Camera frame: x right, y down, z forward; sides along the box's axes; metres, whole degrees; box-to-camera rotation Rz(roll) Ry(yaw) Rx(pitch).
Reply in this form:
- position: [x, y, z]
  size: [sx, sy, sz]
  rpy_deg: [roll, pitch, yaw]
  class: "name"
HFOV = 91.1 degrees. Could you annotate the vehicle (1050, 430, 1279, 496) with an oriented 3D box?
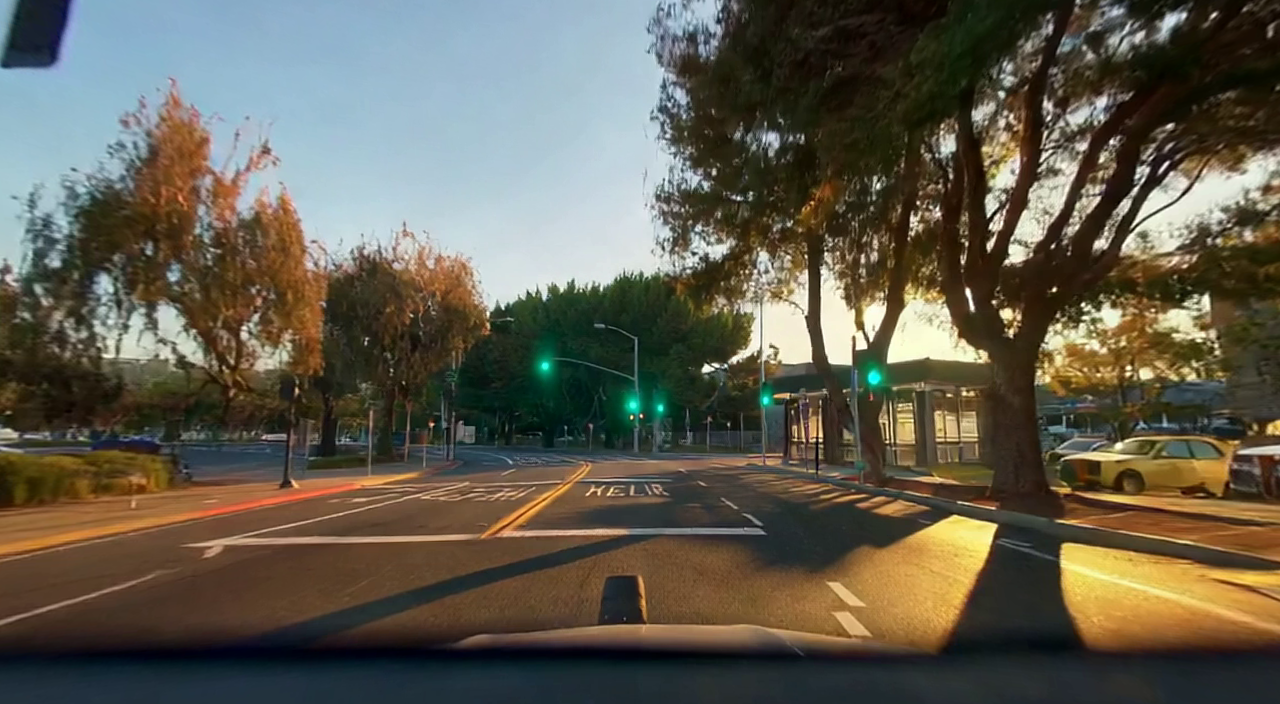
- position: [13.044, 2.675, 15.349]
  size: [4.484, 1.443, 2.094]
  rpy_deg: [-1, -9, 10]
  class: "vehicle"
